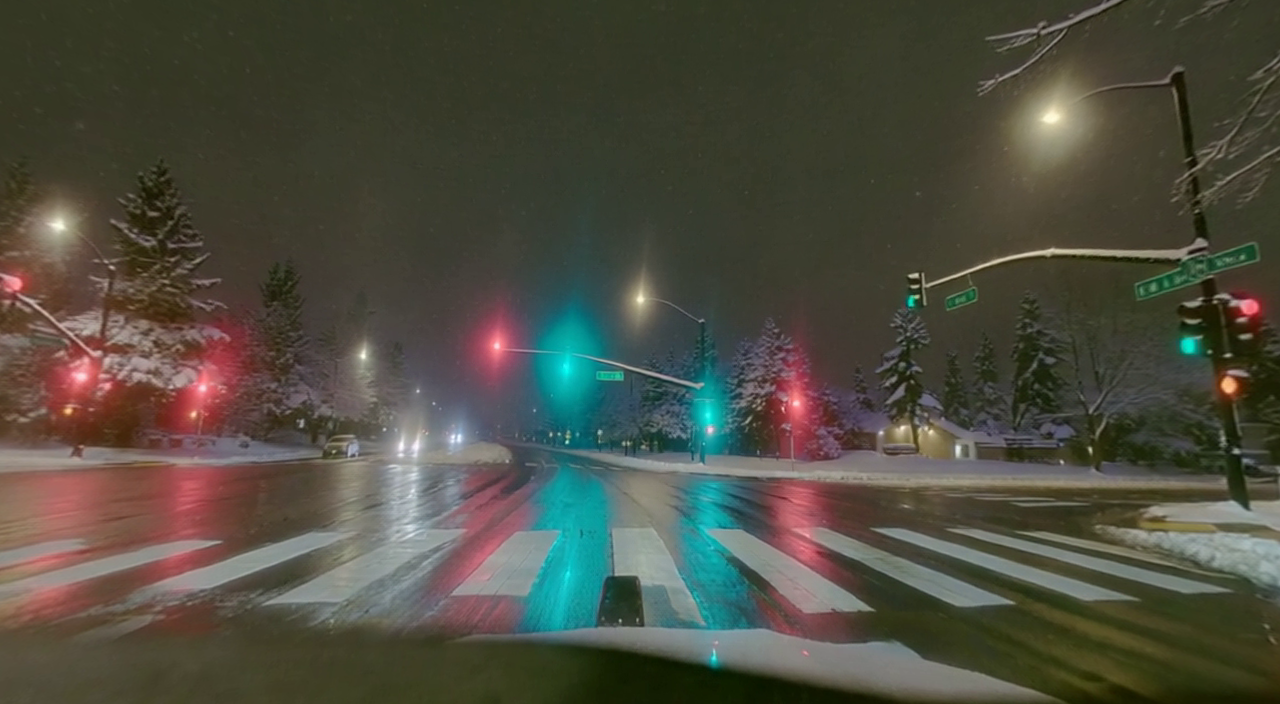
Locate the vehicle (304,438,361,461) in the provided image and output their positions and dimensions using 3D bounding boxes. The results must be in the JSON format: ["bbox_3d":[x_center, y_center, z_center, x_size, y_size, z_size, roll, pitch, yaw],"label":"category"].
[{"bbox_3d":[-19.778,6.297,40.865,1.918,1.432,4.433,1,-9,-7],"label":"vehicle"}]
